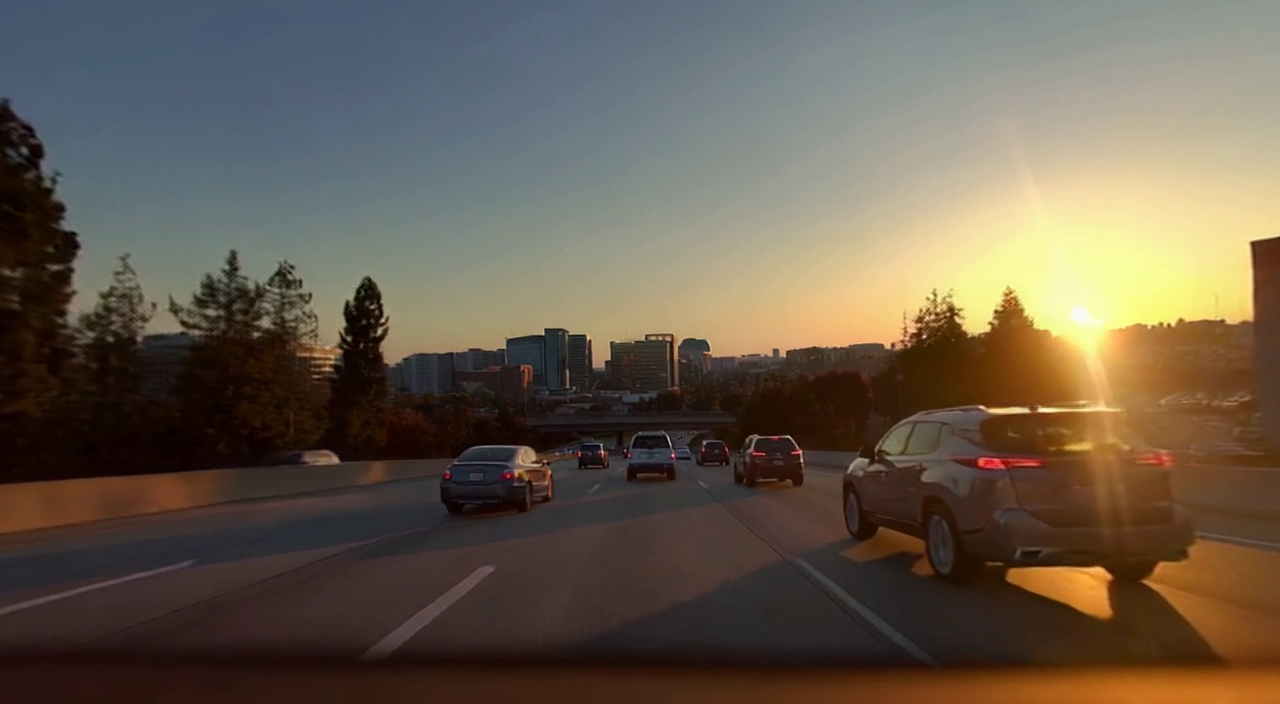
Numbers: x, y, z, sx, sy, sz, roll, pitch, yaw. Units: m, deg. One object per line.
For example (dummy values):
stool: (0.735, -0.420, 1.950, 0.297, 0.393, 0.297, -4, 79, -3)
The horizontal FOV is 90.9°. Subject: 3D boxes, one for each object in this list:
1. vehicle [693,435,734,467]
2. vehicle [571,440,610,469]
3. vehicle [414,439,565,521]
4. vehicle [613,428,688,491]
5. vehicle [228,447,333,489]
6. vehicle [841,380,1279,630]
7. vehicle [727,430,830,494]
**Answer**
vehicle: (4.508, 6.152, 39.326, 2.039, 1.832, 3.989, 0, -9, 0)
vehicle: (-3.022, 6.380, 39.388, 1.951, 1.694, 4.188, -1, -9, 2)
vehicle: (-3.010, 2.689, 13.866, 1.965, 1.443, 4.968, -1, -9, 2)
vehicle: (0.326, 3.465, 20.603, 2.153, 1.805, 4.631, -1, -9, 1)
vehicle: (-17.115, 5.511, 30.358, 2.104, 1.780, 4.783, -1, -9, 2)
vehicle: (3.927, 1.389, 6.655, 2.156, 1.701, 4.494, -1, -9, 1)
vehicle: (3.958, 3.233, 18.852, 2.094, 1.676, 4.309, 0, -9, 0)
